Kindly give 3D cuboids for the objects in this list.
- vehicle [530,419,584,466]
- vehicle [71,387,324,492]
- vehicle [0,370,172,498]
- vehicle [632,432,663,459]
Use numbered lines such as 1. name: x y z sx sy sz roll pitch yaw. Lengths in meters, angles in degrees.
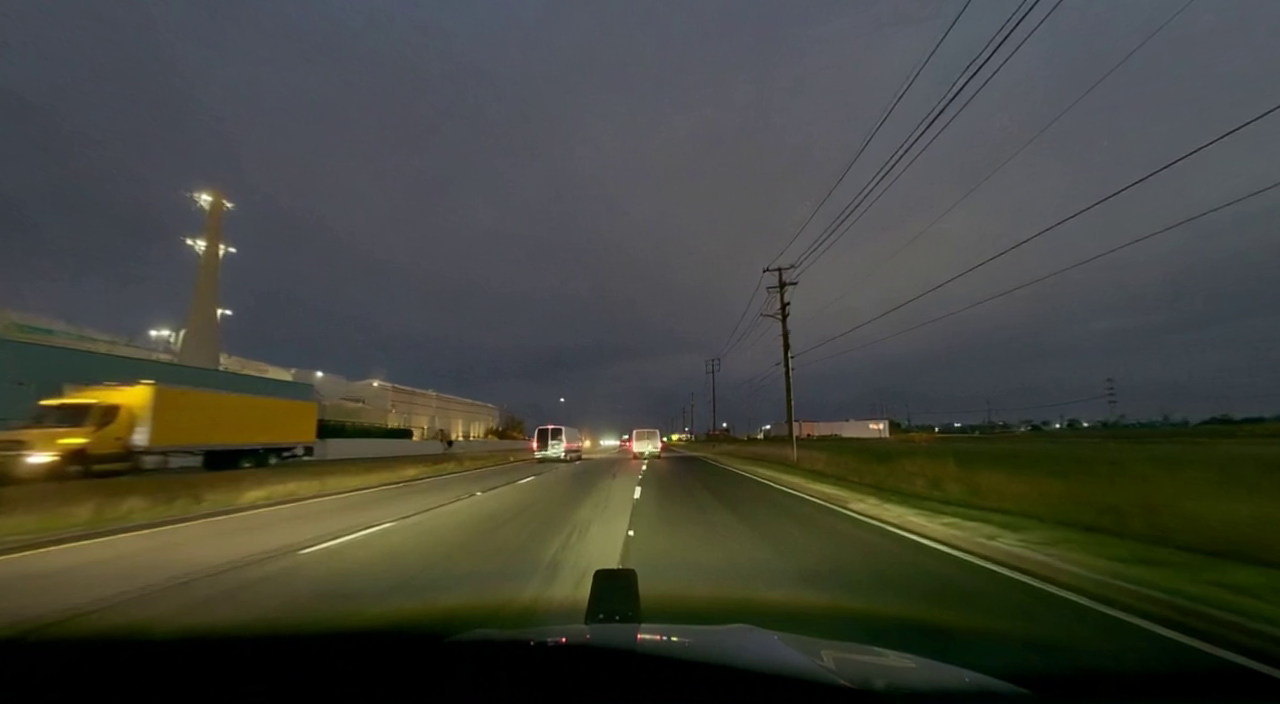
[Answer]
1. vehicle: -5.090 5.664 39.644 2.437 2.677 6.858 0 -8 0
2. vehicle: -18.440 3.832 27.869 2.816 3.644 11.322 0 -8 1
3. vehicle: -18.605 2.694 20.768 3.154 3.819 3.765 0 -7 0
4. vehicle: 0.534 7.131 48.125 2.213 1.997 4.456 0 -8 -1
